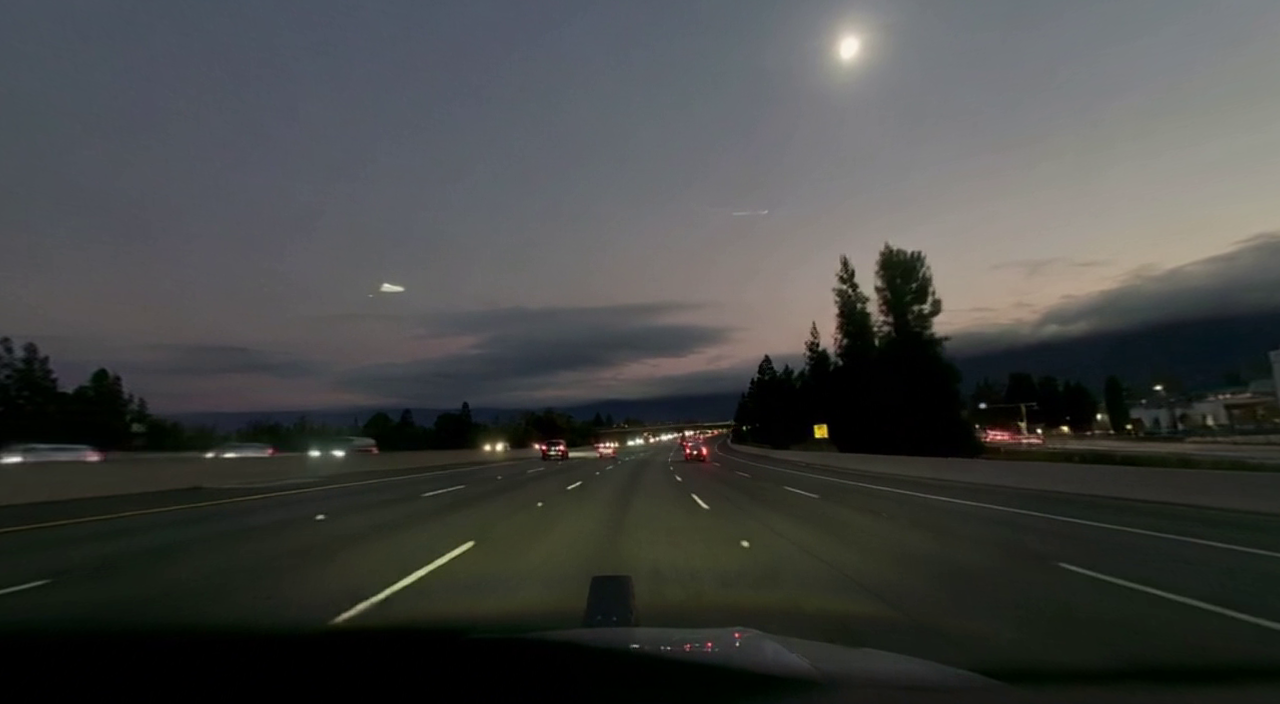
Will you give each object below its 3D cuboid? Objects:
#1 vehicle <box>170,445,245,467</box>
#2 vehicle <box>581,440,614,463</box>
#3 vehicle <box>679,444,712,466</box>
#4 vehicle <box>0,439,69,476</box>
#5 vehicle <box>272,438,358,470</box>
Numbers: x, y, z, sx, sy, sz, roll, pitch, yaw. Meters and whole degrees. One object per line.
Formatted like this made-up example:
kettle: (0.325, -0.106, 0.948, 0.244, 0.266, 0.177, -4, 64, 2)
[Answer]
vehicle: (-30.775, 7.407, 45.141, 1.909, 1.469, 4.727, 0, -9, 2)
vehicle: (-3.280, 7.840, 49.851, 2.179, 1.693, 4.204, 0, -9, 2)
vehicle: (3.746, 7.075, 43.516, 1.967, 1.475, 4.080, 0, -9, 1)
vehicle: (-30.898, 5.113, 30.668, 1.991, 1.717, 4.607, 0, -9, 1)
vehicle: (-19.730, 6.207, 38.687, 2.327, 1.788, 5.212, 0, -9, 2)
